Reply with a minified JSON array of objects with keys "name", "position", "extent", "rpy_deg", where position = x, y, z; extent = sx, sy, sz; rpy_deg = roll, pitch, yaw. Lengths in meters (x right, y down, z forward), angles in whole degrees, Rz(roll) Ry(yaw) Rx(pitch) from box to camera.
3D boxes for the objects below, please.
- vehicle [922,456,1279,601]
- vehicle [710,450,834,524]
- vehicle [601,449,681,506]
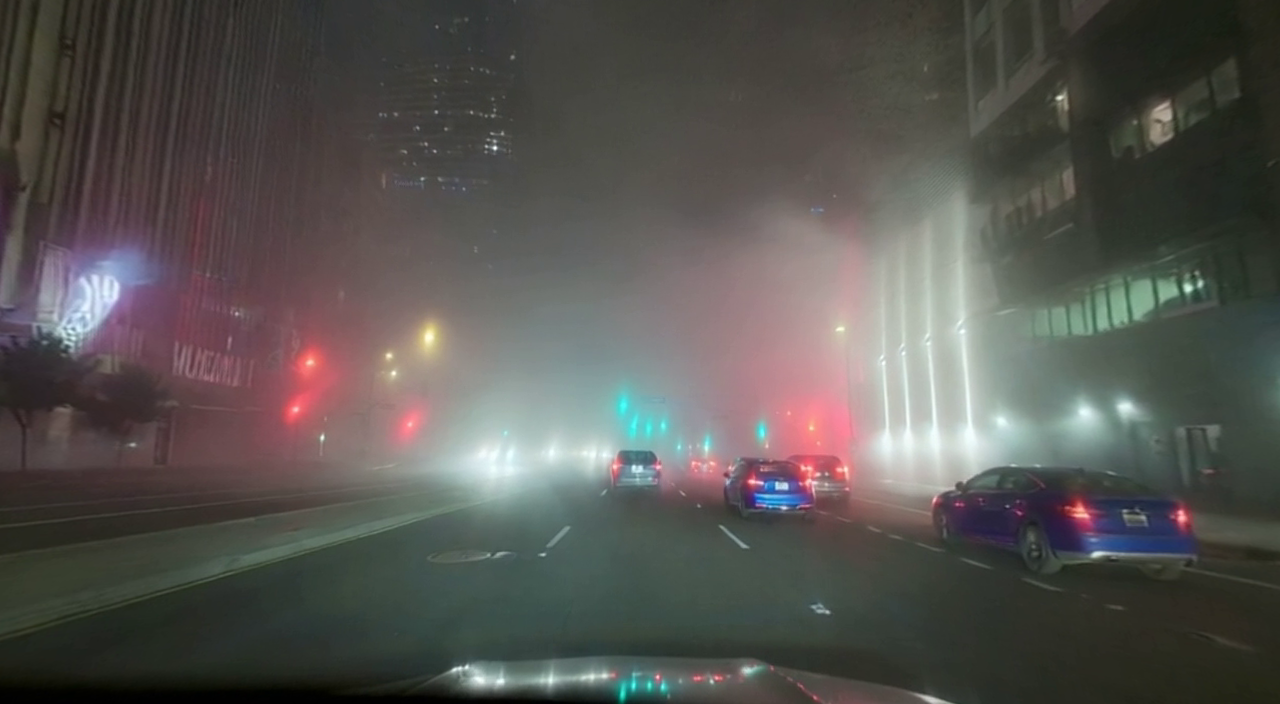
[{"name":"vehicle","position":[6.145,2.288,9.167],"extent":[1.914,1.484,4.639],"rpy_deg":[1,-9,-1]},{"name":"vehicle","position":[2.987,3.156,15.335],"extent":[1.987,1.484,4.427],"rpy_deg":[1,-9,-1]},{"name":"vehicle","position":[0.019,3.644,18.758],"extent":[2.096,1.457,4.160],"rpy_deg":[1,-9,0]}]
